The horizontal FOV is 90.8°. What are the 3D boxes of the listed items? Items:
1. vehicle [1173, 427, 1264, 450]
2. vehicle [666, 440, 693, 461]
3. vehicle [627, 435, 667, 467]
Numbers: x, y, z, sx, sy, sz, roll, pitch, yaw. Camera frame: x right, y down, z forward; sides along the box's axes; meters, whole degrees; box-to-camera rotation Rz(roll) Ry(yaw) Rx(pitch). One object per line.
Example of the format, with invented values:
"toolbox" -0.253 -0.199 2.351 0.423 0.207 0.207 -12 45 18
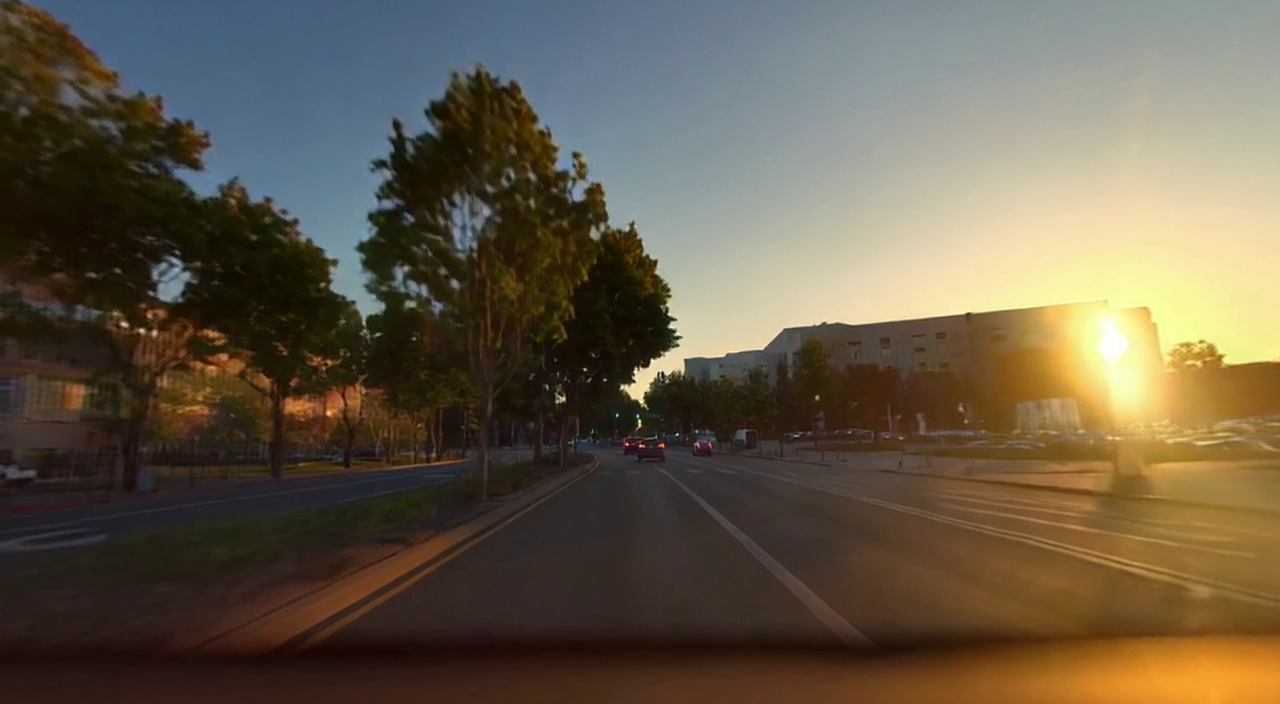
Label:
"vehicle" 39.024 5.832 42.761 1.853 1.422 4.585 0 -7 0
"vehicle" 2.878 7.313 47.040 1.685 1.441 3.795 0 -8 -1
"vehicle" 0.400 5.530 35.429 2.100 1.683 4.231 0 -8 1
